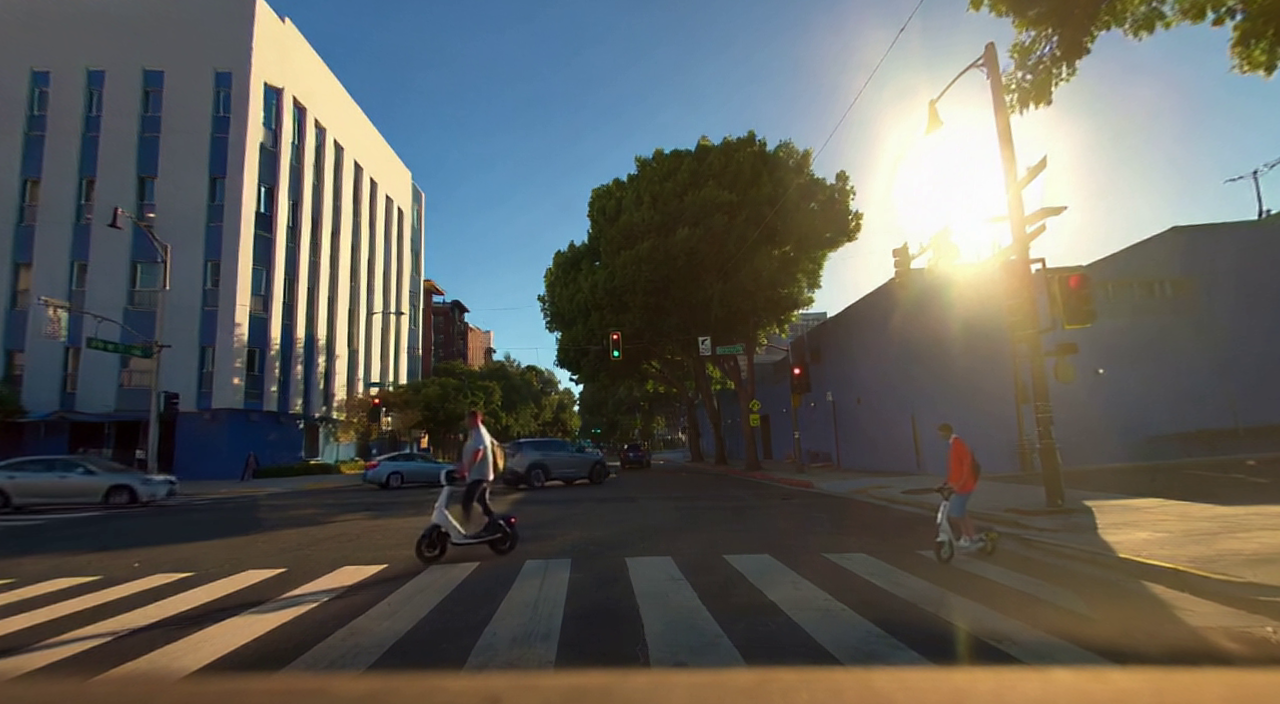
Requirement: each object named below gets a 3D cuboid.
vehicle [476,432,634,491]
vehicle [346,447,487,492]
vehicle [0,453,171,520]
[{"bbox_3d":[-2.723,3.569,20.990,4.802,1.724,2.122,7,-11,-41],"label":"vehicle"},{"bbox_3d":[-8.164,4.242,23.179,4.485,1.463,2.075,5,-10,-31],"label":"vehicle"},{"bbox_3d":[-14.998,3.344,15.932,4.576,1.496,2.042,0,-8,-4],"label":"vehicle"}]
